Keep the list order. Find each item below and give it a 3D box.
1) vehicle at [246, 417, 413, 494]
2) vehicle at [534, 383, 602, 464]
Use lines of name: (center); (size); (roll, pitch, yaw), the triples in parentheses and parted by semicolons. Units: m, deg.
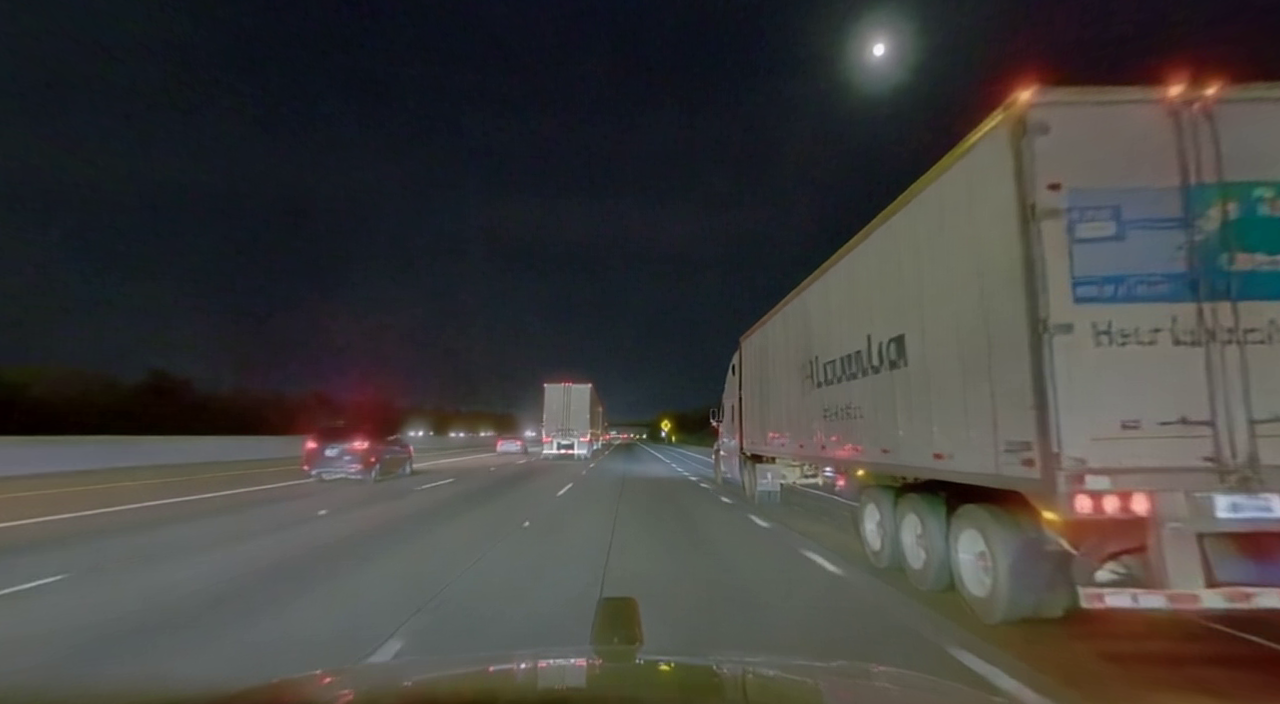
vehicle: (-7.683, 2.600, 16.177); (2.075, 1.691, 4.431); (0, -8, -1)
vehicle: (-3.974, 4.457, 37.706); (3.002, 3.987, 12.477); (-1, -8, -2)
